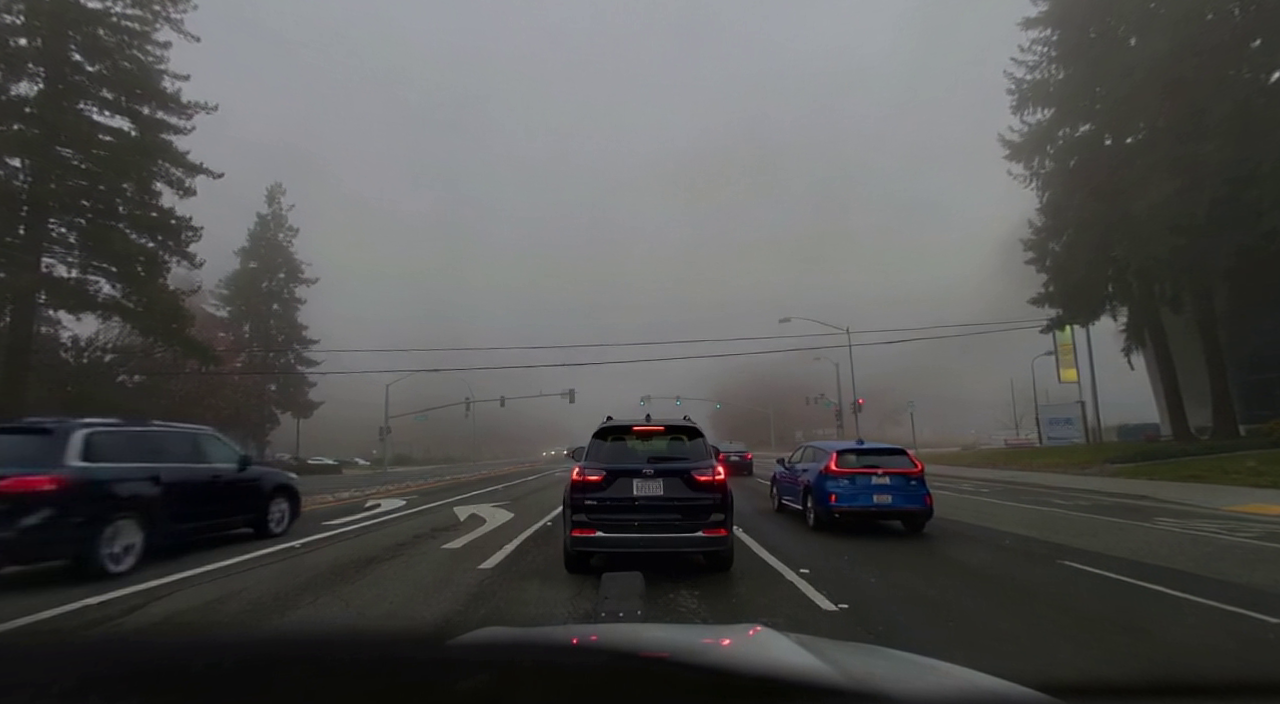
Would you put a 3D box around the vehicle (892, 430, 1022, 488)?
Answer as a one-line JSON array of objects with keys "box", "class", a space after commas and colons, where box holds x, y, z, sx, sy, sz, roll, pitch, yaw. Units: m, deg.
[{"box": [10.866, 3.699, 22.133, 2.123, 1.812, 4.553, 0, -9, -1], "class": "vehicle"}]

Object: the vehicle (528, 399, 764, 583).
[{"box": [0.059, 1.654, 8.245, 2.266, 1.762, 4.131, 0, -9, 0], "class": "vehicle"}]

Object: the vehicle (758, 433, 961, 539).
[{"box": [3.516, 2.233, 11.169, 1.997, 1.471, 4.321, 0, -9, -1], "class": "vehicle"}]

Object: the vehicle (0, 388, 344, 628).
[{"box": [-5.991, 1.572, 7.436, 2.555, 1.819, 5.145, 0, -9, -1], "class": "vehicle"}]
